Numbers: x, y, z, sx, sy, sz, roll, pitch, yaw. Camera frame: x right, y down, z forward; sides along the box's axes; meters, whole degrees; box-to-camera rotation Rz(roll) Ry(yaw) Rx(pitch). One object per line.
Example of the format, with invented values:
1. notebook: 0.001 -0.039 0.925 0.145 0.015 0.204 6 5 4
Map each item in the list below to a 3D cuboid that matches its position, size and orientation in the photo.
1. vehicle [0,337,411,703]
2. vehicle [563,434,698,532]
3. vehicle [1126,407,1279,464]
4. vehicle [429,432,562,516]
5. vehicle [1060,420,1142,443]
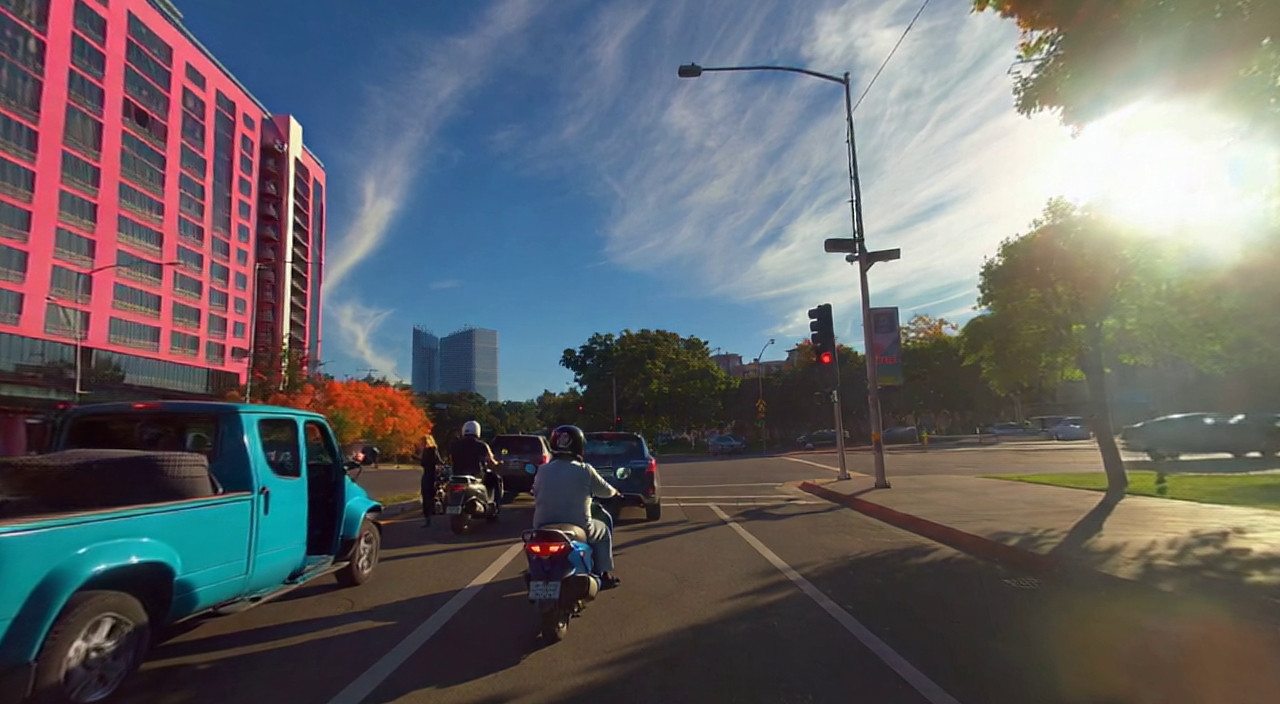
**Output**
1. vehicle: -3.586 1.156 4.542 2.000 1.809 4.855 0 -9 1
2. vehicle: -0.103 2.297 11.621 2.025 1.458 4.085 -1 -9 1
3. vehicle: 20.782 2.982 22.302 2.016 1.840 5.226 7 -11 -41
4. vehicle: -3.096 2.706 14.441 1.935 1.615 4.073 -1 -9 2
5. vehicle: 30.795 5.333 42.157 1.751 1.420 4.027 8 -12 -43
